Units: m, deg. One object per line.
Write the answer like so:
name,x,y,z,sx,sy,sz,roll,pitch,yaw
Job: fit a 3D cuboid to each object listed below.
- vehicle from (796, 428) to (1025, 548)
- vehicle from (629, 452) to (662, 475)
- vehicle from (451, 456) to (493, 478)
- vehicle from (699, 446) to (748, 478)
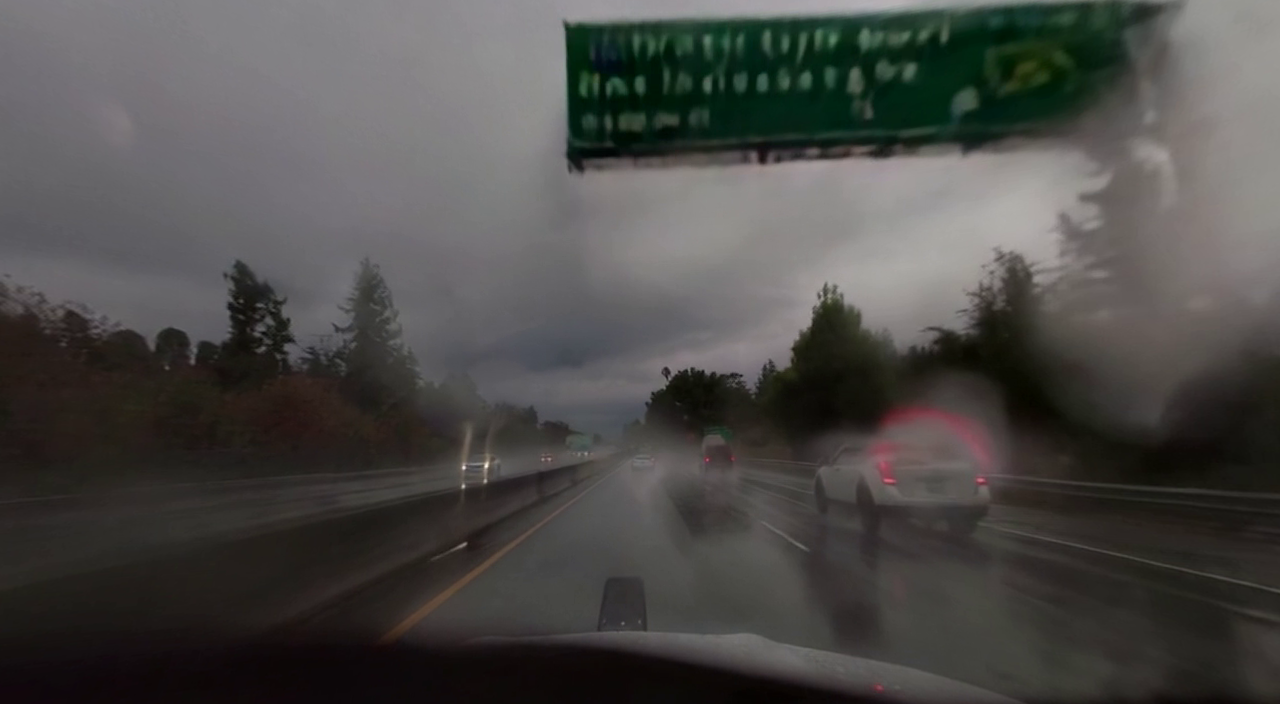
vehicle,4.281,2.224,10.954,1.969,1.639,4.472,0,-9,0
vehicle,0.343,7.059,40.050,2.012,1.320,3.777,0,-9,1
vehicle,-12.196,8.374,45.939,1.830,1.463,4.503,0,-9,0
vehicle,4.317,5.758,33.159,1.935,1.594,3.981,0,-9,-1
